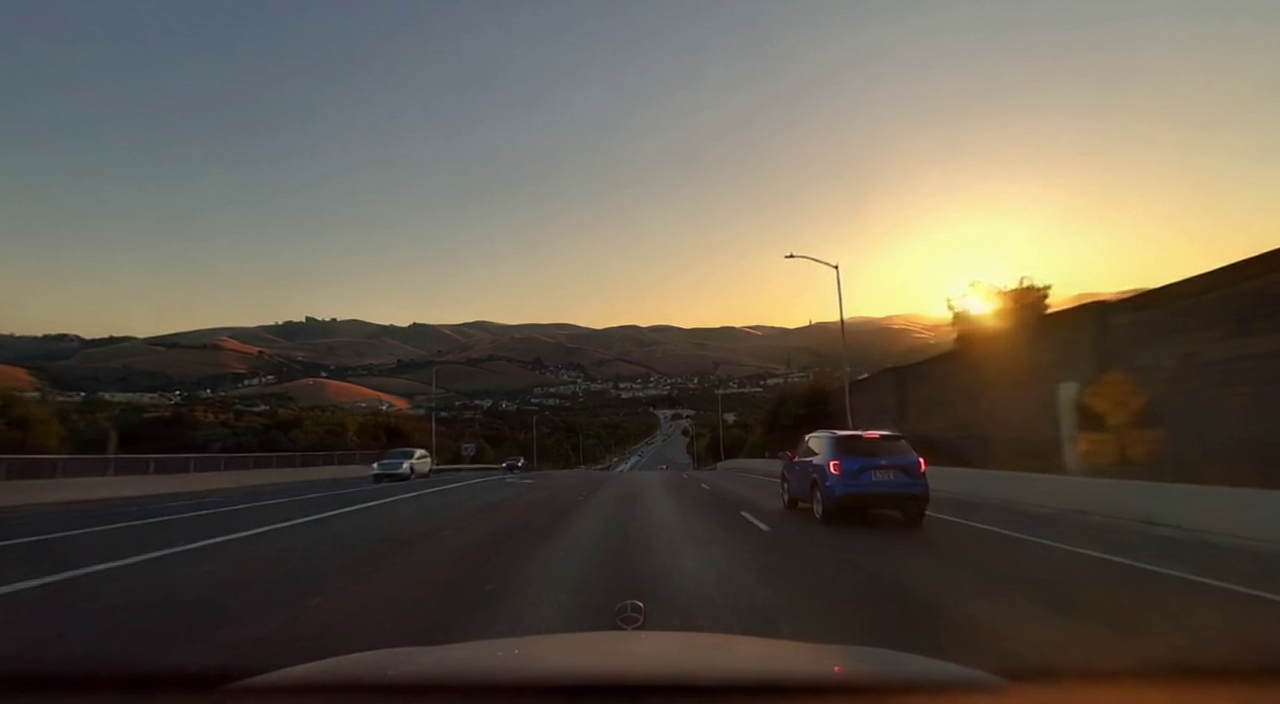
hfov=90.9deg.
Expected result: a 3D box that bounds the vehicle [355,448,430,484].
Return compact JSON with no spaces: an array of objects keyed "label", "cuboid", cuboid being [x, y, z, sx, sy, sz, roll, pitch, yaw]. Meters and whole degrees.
[{"label":"vehicle","cuboid":[-13.779,6.342,35.490,2.148,1.850,4.835,0,-8,1]}]

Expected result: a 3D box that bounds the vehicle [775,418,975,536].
[{"label":"vehicle","cuboid":[3.938,2.160,11.536,1.989,1.730,4.324,0,-8,0]}]
